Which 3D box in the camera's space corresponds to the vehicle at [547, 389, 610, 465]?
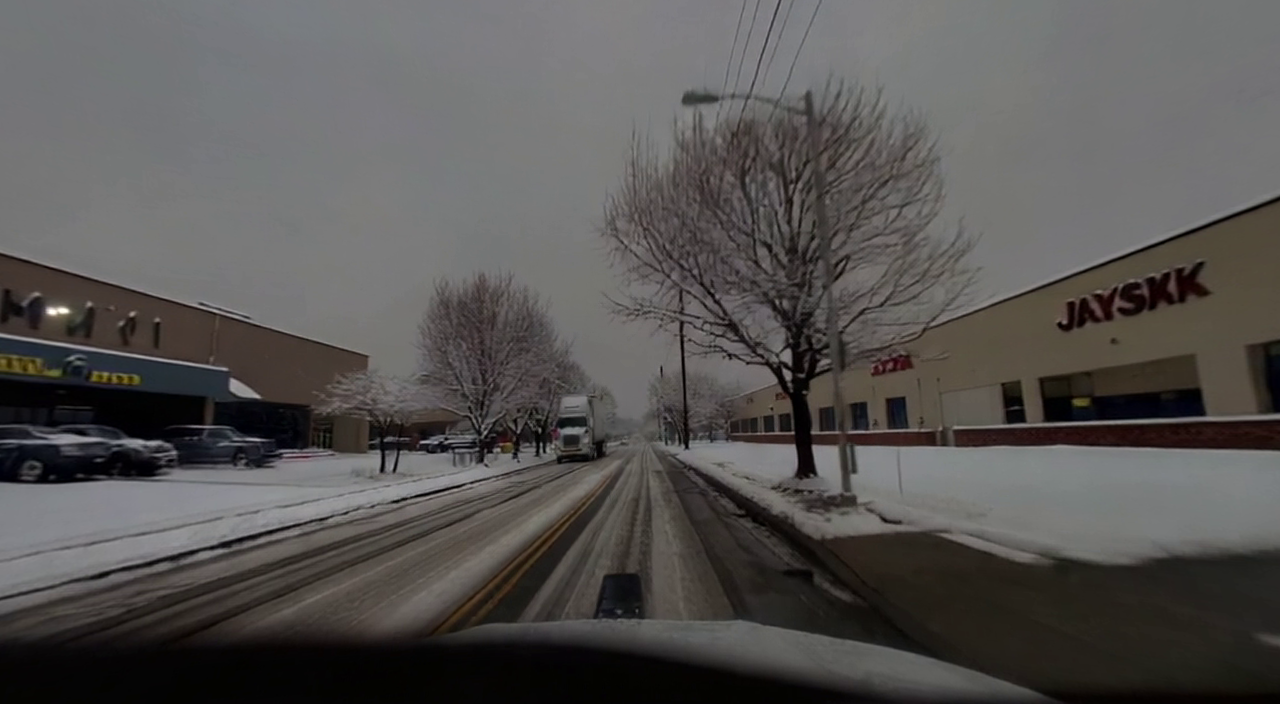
[{"bbox_3d":[-4.279,5.700,47.558,2.976,4.754,15.127,-1,-7,1],"label":"vehicle"}]
